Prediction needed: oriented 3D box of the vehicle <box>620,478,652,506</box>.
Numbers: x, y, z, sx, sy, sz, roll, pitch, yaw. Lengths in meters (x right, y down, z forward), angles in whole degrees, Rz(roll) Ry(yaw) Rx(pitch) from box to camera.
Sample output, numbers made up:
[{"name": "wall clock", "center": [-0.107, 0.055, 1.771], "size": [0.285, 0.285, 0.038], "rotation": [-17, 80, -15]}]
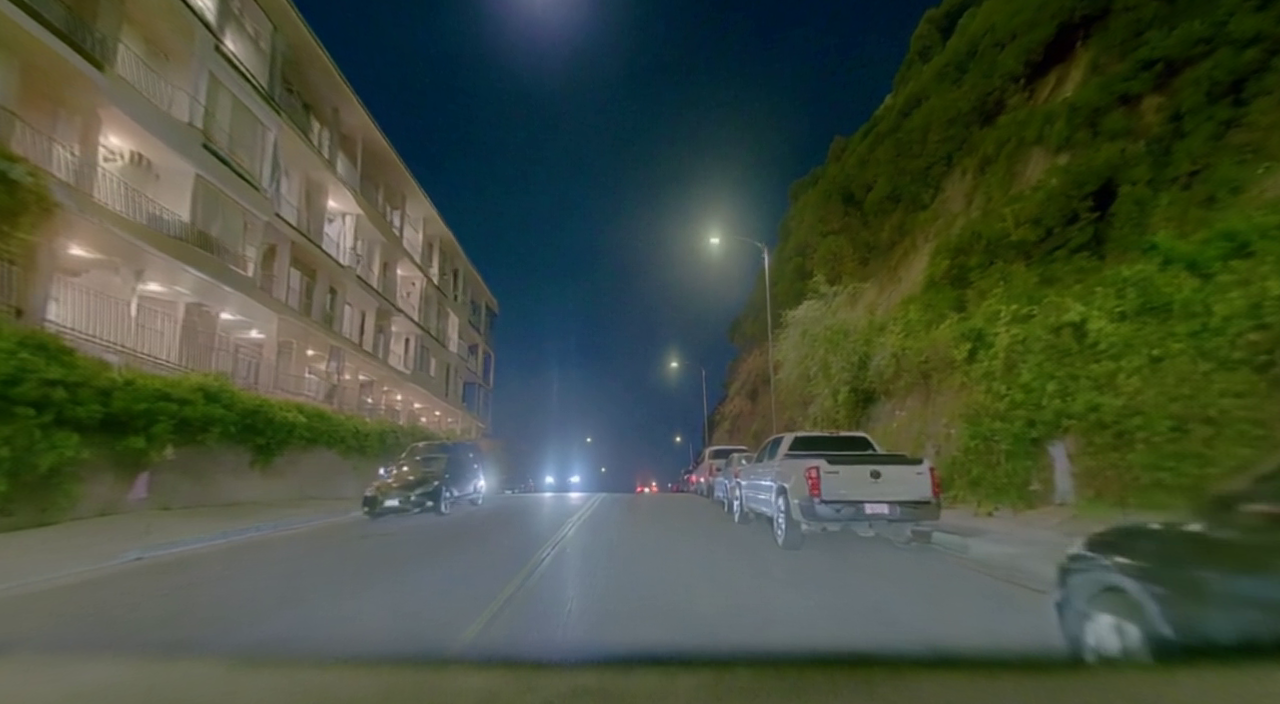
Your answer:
[{"name": "vehicle", "center": [-0.356, 10.225, 46.052], "size": [2.201, 1.731, 3.854], "rotation": [0, -9, -2]}]

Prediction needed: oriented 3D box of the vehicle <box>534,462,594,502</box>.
[{"name": "vehicle", "center": [-3.360, 6.026, 28.901], "size": [2.102, 1.621, 4.627], "rotation": [0, -14, 1]}]

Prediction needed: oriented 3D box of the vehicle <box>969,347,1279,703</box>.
[{"name": "vehicle", "center": [3.043, 0.760, 1.586], "size": [1.948, 1.669, 4.242], "rotation": [0, -9, -3]}]

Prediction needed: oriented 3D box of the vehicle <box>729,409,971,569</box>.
[{"name": "vehicle", "center": [2.774, 1.951, 9.723], "size": [2.072, 1.830, 4.744], "rotation": [0, -9, 0]}]

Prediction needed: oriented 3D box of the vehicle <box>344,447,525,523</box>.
[{"name": "vehicle", "center": [-4.548, 2.982, 14.813], "size": [1.856, 1.474, 4.522], "rotation": [-3, -9, 15]}]
